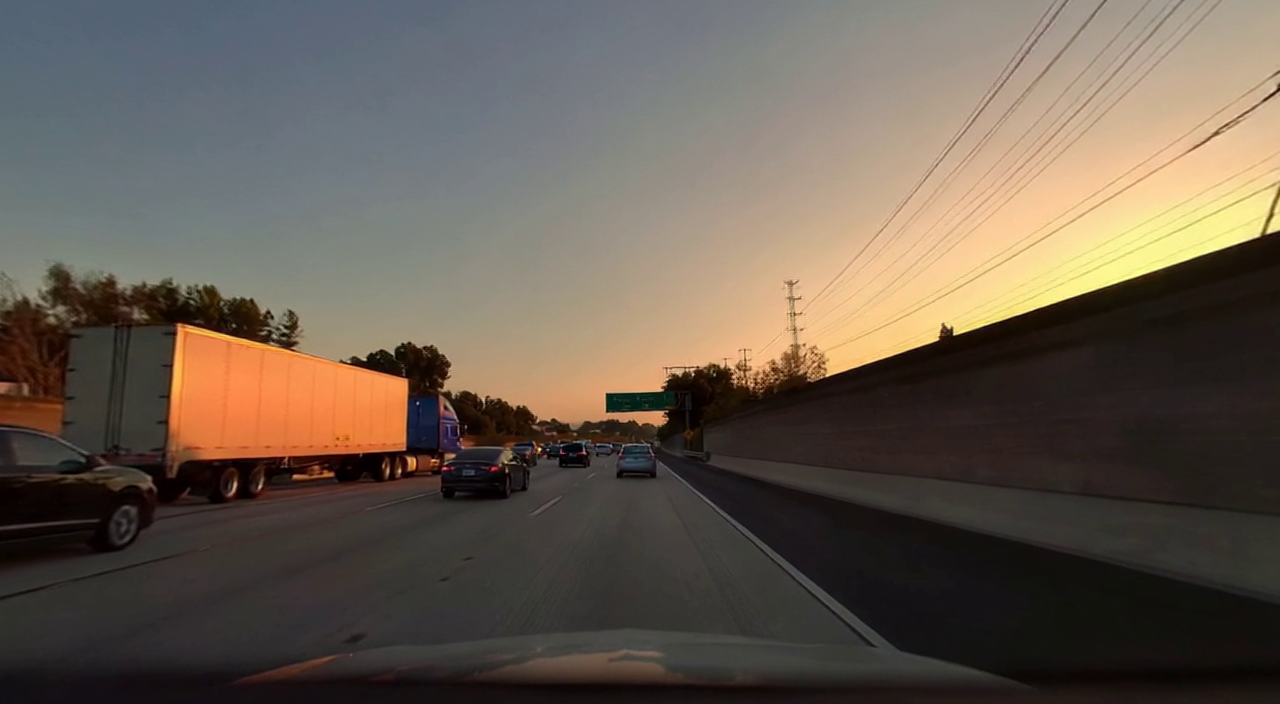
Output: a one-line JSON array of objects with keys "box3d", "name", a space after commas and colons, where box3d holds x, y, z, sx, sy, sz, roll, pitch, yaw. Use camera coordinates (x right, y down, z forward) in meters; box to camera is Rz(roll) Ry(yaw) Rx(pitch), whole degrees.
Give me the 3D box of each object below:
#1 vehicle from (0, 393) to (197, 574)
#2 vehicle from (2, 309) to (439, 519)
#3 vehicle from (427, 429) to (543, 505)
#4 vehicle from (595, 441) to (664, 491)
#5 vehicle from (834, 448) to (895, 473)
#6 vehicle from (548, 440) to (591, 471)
[{"box3d": [-7.584, 1.382, 6.682, 2.054, 1.825, 5.072, 0, -9, 0], "name": "vehicle"}, {"box3d": [-10.658, 2.376, 20.467, 2.892, 4.073, 16.528, 0, -8, 0], "name": "vehicle"}, {"box3d": [-3.882, 2.943, 16.632, 1.923, 1.716, 4.289, 0, -9, 0], "name": "vehicle"}, {"box3d": [-0.346, 3.691, 20.862, 2.089, 1.477, 3.818, 0, -9, -1], "name": "vehicle"}, {"box3d": [14.103, 6.808, 39.945, 2.027, 1.478, 4.849, 0, -9, -1], "name": "vehicle"}, {"box3d": [-4.060, 6.089, 37.276, 1.976, 1.705, 4.176, 0, -8, 1], "name": "vehicle"}]
